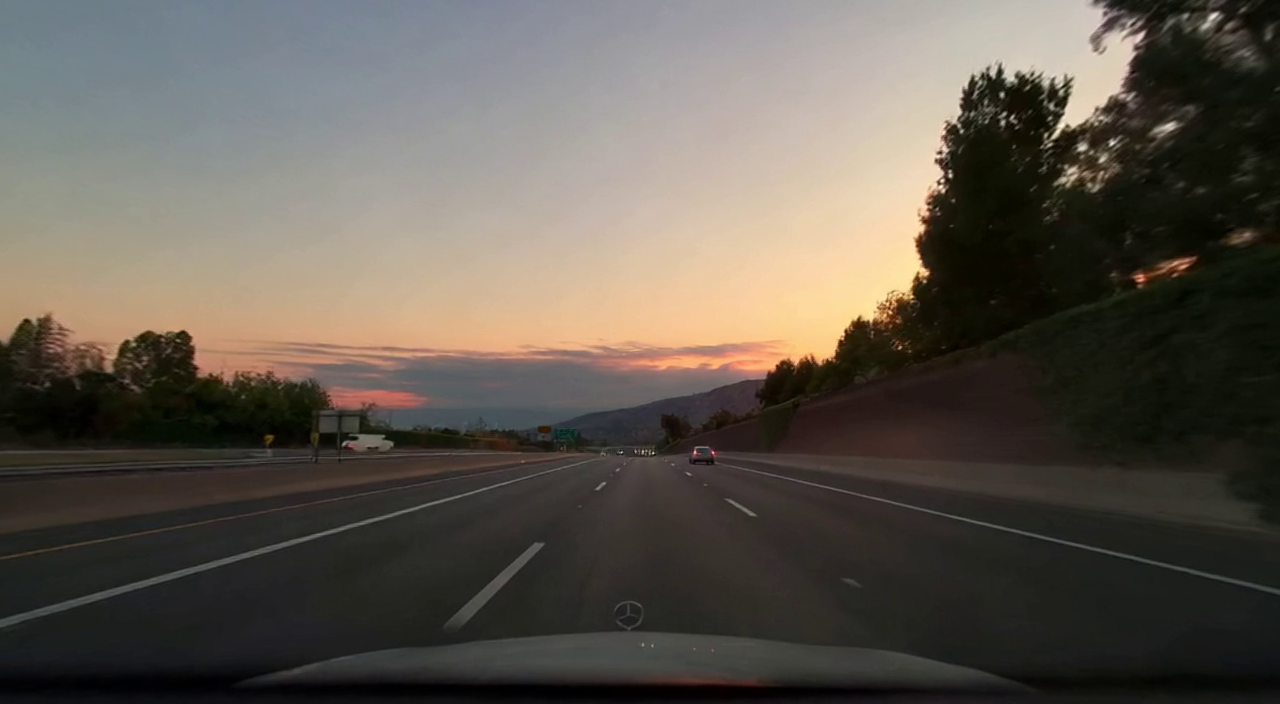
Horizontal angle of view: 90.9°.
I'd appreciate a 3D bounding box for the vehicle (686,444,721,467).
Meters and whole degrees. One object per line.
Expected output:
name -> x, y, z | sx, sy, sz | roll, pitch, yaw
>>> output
vehicle -> 4.353, 7.176, 43.796 | 2.003, 1.520, 4.058 | 0, -8, 0
